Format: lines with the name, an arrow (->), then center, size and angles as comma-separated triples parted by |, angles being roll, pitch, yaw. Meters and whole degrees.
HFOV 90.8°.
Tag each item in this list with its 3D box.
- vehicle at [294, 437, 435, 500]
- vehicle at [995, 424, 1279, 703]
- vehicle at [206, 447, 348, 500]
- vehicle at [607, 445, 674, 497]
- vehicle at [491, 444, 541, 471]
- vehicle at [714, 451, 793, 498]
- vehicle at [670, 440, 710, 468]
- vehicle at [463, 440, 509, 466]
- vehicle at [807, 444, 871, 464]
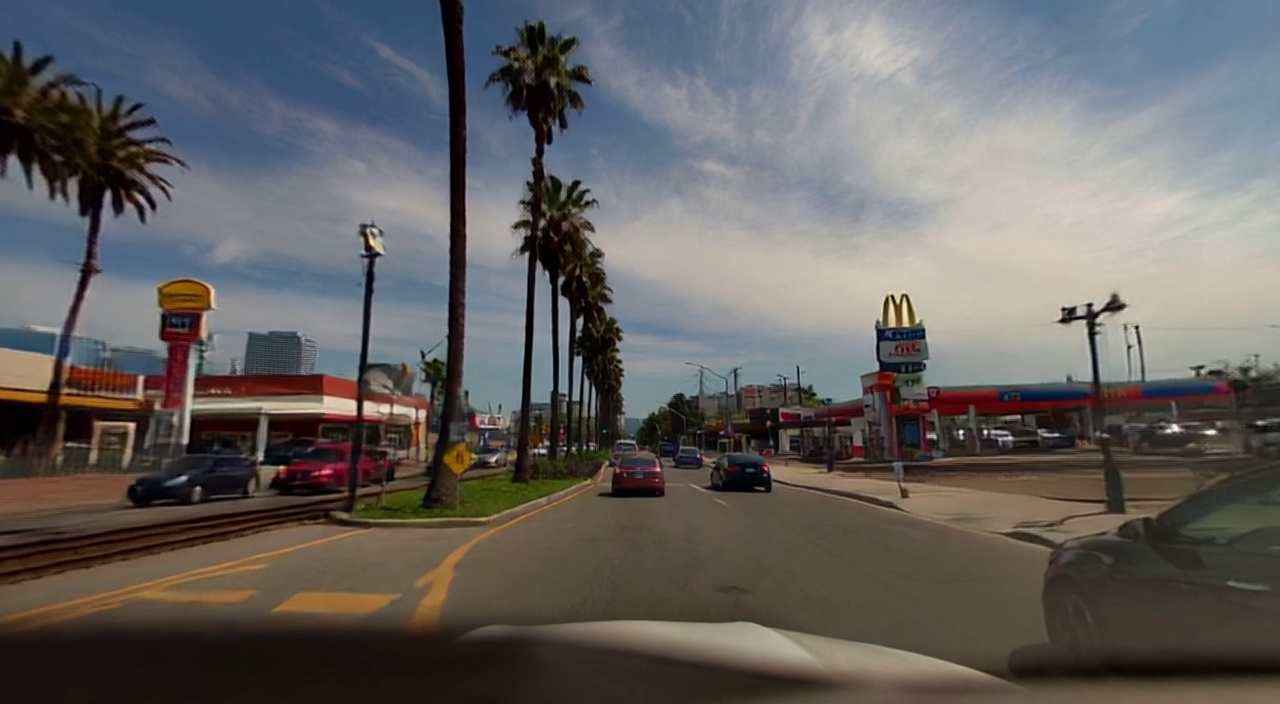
vehicle -> -8.482, 3.626, 20.092 | 1.980, 1.719, 4.963 | -1, -9, 4
vehicle -> 3.572, 1.010, 2.392 | 1.987, 1.474, 4.198 | 0, -9, 0
vehicle -> -11.549, 3.876, 20.557 | 1.908, 1.506, 4.397 | 0, -9, 2
vehicle -> -0.066, 3.895, 21.103 | 2.021, 1.550, 4.090 | 0, -9, -2
vehicle -> -7.464, 6.419, 38.632 | 2.052, 1.483, 4.751 | 0, -9, 1
vehicle -> 3.862, 4.230, 22.234 | 1.889, 1.448, 4.262 | 0, -9, -1
vehicle -> 3.363, 6.980, 43.312 | 2.299, 1.803, 5.434 | 0, -9, 0
vehicle -> -11.011, 7.268, 45.416 | 1.962, 1.745, 4.513 | -1, -9, 3
vehicle -> 15.053, 7.742, 47.919 | 4.293, 1.438, 1.773 | 0, -9, 1
